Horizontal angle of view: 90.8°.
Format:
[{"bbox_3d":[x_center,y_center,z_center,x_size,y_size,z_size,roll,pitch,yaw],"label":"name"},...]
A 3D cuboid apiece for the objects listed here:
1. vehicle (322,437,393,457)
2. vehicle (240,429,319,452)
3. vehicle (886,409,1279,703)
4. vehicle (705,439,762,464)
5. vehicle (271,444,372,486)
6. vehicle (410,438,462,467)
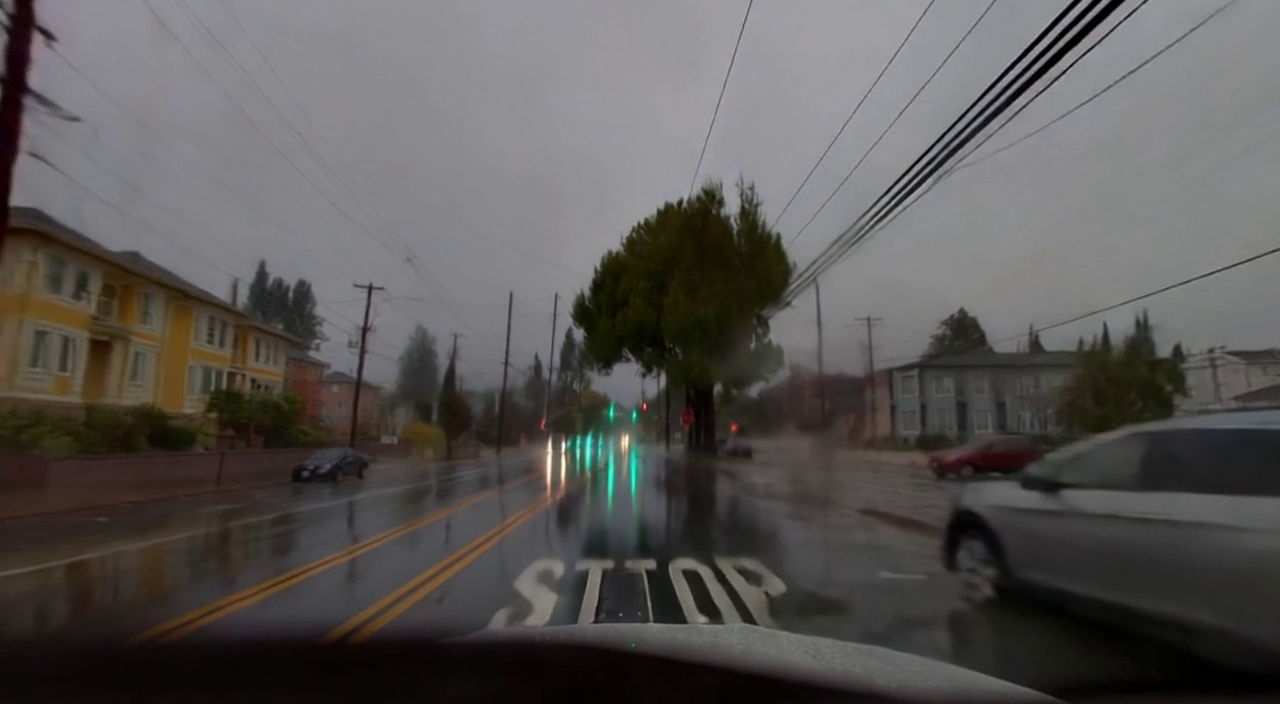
[{"bbox_3d":[-22.066,7.441,49.509,4.647,1.515,2.009,1,-8,-6],"label":"vehicle"},{"bbox_3d":[-27.732,6.842,48.750,4.842,1.690,1.938,1,-8,-9],"label":"vehicle"},{"bbox_3d":[3.339,1.095,3.472,1.917,1.434,4.733,0,-8,-2],"label":"vehicle"},{"bbox_3d":[5.892,6.332,40.394,2.081,1.496,4.490,2,-8,-14],"label":"vehicle"},{"bbox_3d":[-12.593,4.454,25.375,1.957,1.459,4.913,1,-8,-6],"label":"vehicle"},{"bbox_3d":[-13.424,6.607,41.936,1.940,1.789,5.086,0,-8,-2],"label":"vehicle"}]
